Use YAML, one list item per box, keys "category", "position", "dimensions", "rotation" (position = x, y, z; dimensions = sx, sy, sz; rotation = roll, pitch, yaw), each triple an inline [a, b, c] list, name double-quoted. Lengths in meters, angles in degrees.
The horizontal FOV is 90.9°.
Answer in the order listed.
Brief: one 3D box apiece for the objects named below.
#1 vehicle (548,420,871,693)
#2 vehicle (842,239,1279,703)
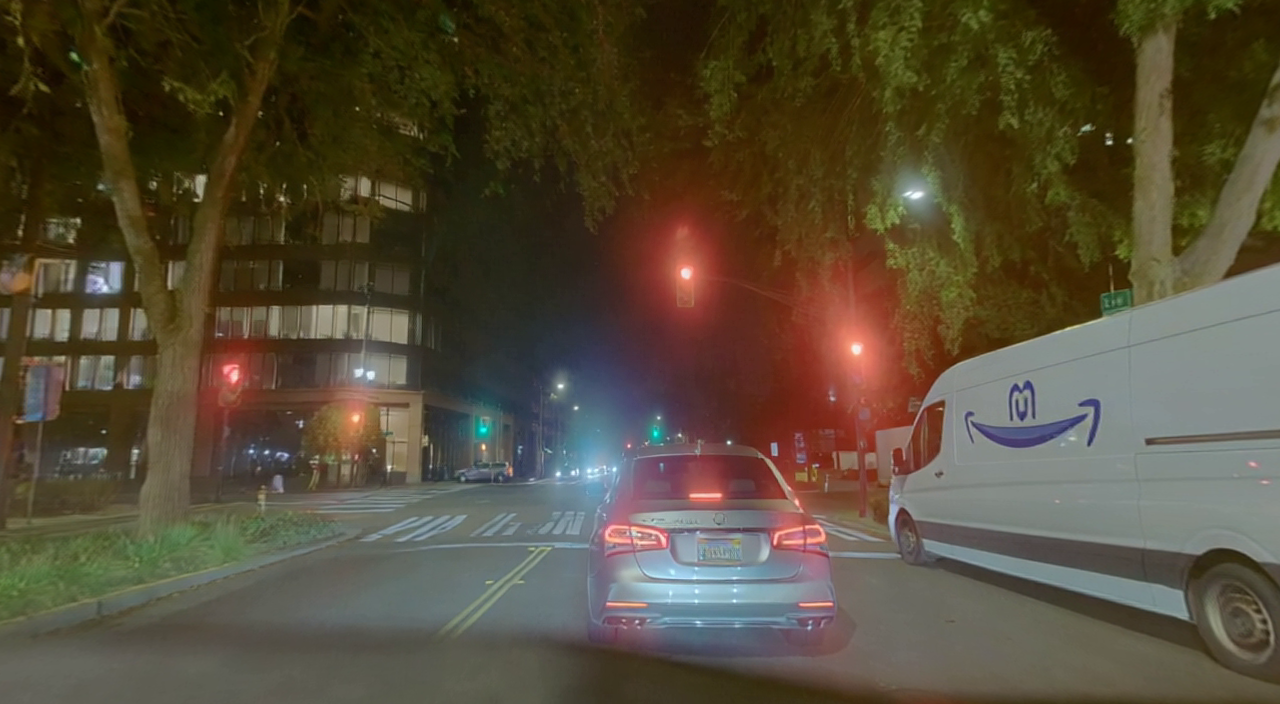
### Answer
- category: "vehicle"
  position: [0.388, 1.587, 5.734]
  dimensions: [1.961, 1.629, 3.610]
  rotation: [1, -11, -1]
- category: "vehicle"
  position: [2.849, 0.886, 2.891]
  dimensions: [2.054, 1.965, 5.248]
  rotation: [1, -11, 0]
